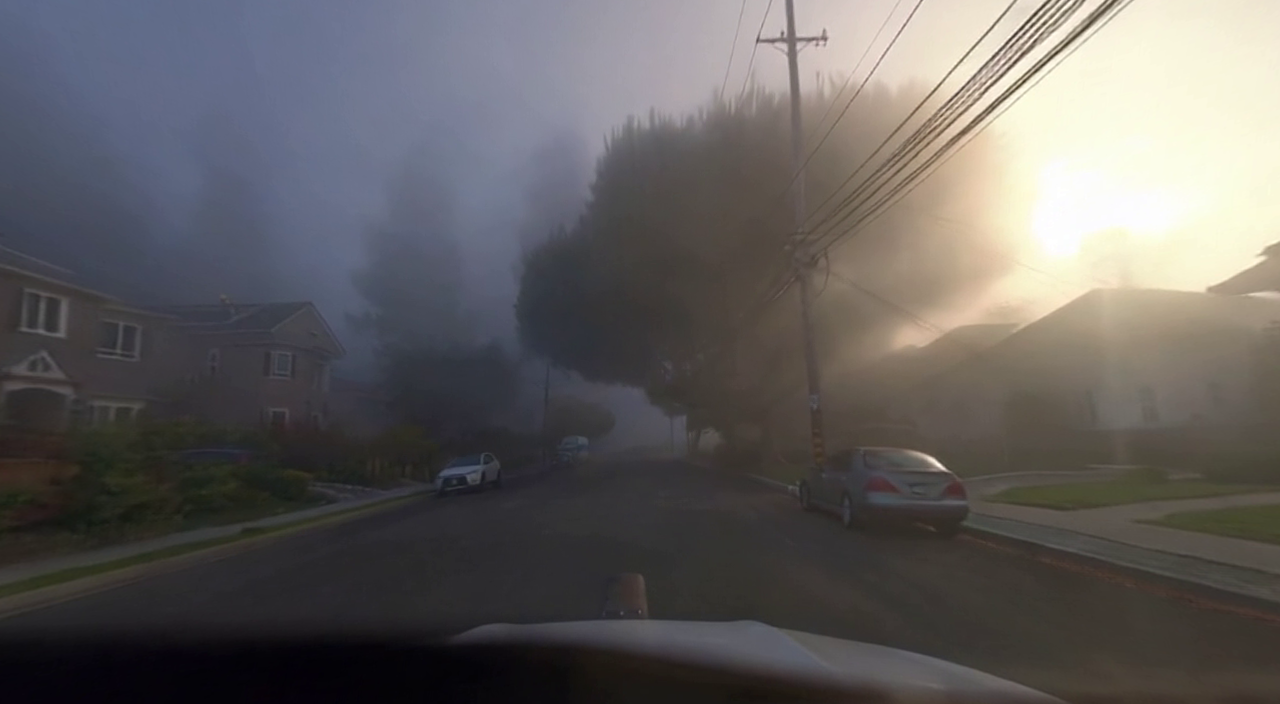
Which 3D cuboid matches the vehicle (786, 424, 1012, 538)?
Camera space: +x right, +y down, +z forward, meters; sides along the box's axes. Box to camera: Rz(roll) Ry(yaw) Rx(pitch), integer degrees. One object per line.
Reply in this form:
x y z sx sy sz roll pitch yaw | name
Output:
4.085 2.093 10.822 2.020 1.558 3.925 0 -8 -3 | vehicle

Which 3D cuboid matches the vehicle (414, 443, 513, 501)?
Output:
-5.915 4.043 21.859 1.954 1.551 5.128 -3 -7 0 | vehicle
